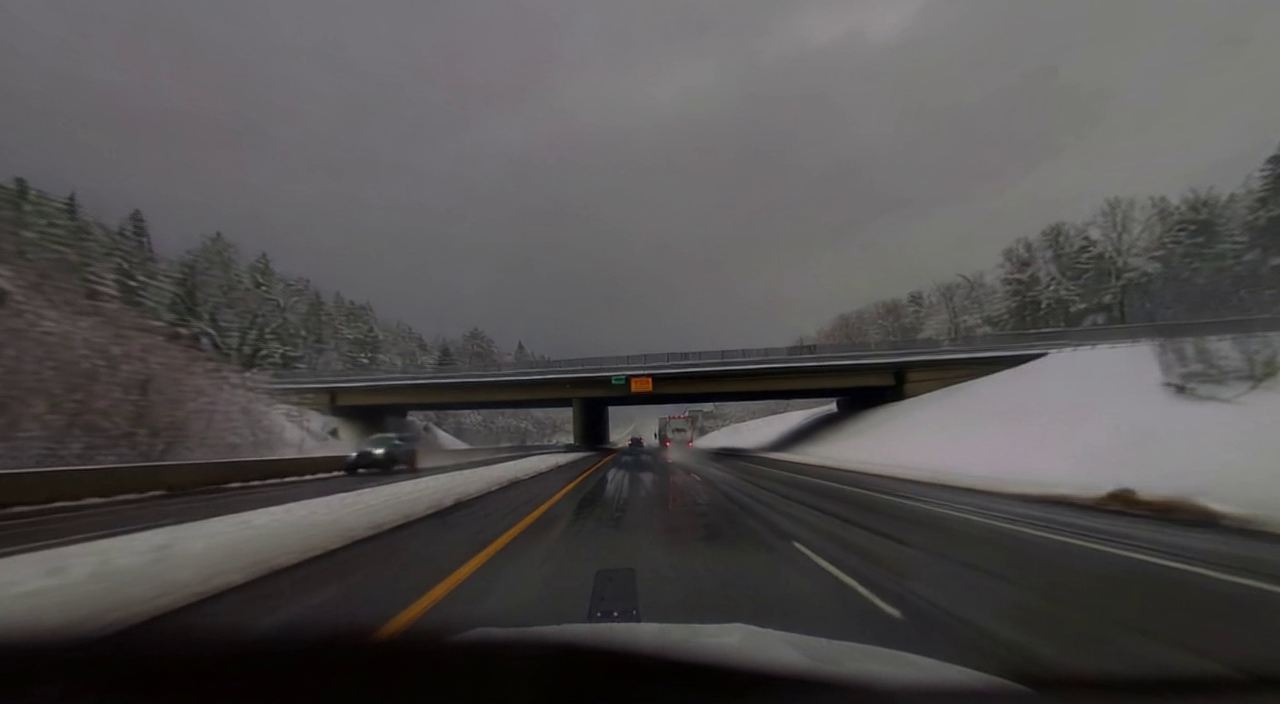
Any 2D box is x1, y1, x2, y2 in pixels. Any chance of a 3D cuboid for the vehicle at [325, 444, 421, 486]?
[{"bbox_3d":[-10.698,4.534,25.621,2.053,1.488,4.311,-1,-8,0],"label":"vehicle"}]
